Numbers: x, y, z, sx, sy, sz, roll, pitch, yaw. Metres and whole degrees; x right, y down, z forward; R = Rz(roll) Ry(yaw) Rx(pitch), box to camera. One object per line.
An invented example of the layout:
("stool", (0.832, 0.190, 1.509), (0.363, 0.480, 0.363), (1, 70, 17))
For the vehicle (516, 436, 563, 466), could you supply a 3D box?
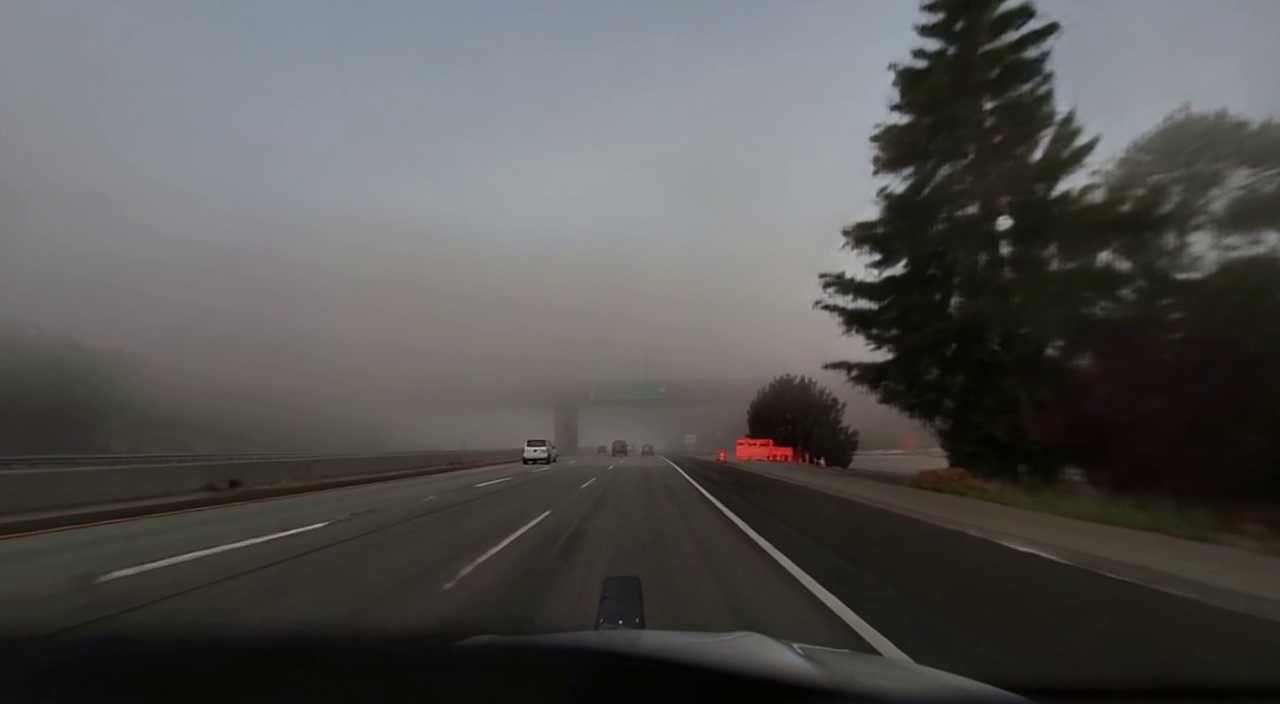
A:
("vehicle", (-6.437, 6.403, 40.818), (2.103, 1.775, 4.966), (0, -8, 1))
